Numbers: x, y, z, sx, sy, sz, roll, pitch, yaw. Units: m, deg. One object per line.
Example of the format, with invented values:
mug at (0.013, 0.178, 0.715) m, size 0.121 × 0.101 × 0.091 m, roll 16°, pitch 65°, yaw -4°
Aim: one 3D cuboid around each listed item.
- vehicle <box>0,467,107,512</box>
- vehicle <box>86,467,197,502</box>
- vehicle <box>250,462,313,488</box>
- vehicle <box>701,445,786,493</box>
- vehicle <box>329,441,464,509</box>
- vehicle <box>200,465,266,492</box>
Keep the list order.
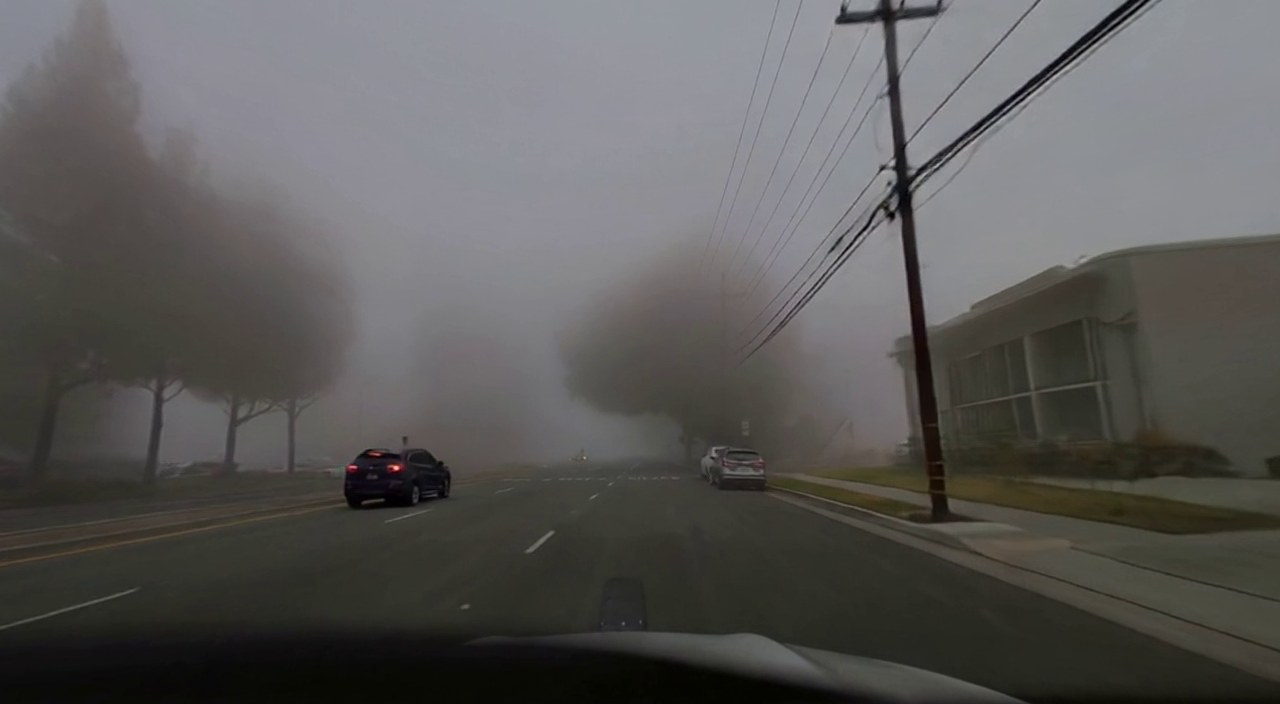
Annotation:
vehicle at (-25.683, 5.708, 26.500) m, size 1.912 × 1.538 × 5.264 m, roll 0°, pitch -8°, yaw 1°
vehicle at (-25.633, 6.805, 32.669) m, size 1.883 × 1.451 × 4.676 m, roll 0°, pitch -8°, yaw 1°
vehicle at (-25.559, 8.753, 45.117) m, size 1.926 × 1.557 × 4.385 m, roll 0°, pitch -8°, yaw -1°
vehicle at (3.559, 4.105, 22.623) m, size 2.259 × 1.500 × 4.474 m, roll 0°, pitch -8°, yaw 0°
vehicle at (-6.699, 3.388, 17.980) m, size 2.000 × 1.671 × 4.497 m, roll 0°, pitch -8°, yaw 1°
vehicle at (-25.617, 7.956, 39.848) m, size 1.706 × 1.435 × 3.899 m, roll 0°, pitch -8°, yaw -2°
